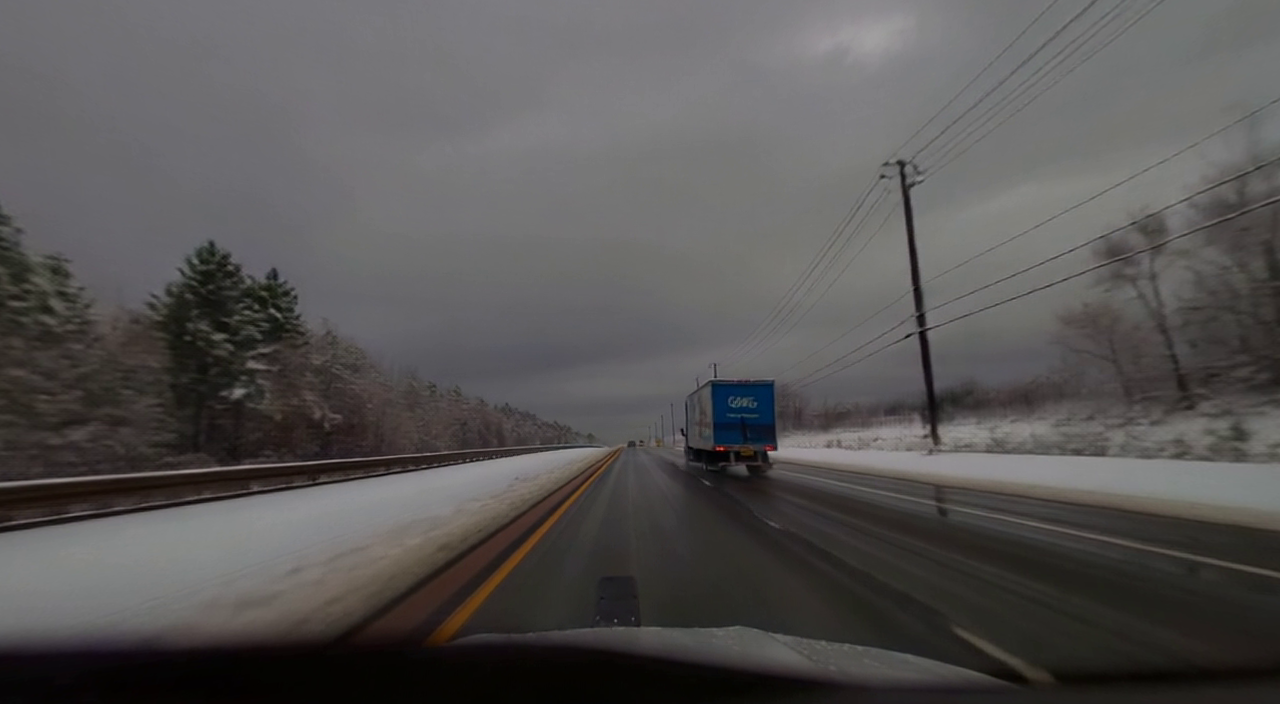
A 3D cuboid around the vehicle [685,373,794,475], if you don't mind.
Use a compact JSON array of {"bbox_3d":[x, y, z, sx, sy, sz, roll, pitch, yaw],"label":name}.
[{"bbox_3d":[3.927,3.258,27.480,3.037,3.672,9.136,0,-8,-1],"label":"vehicle"}]
